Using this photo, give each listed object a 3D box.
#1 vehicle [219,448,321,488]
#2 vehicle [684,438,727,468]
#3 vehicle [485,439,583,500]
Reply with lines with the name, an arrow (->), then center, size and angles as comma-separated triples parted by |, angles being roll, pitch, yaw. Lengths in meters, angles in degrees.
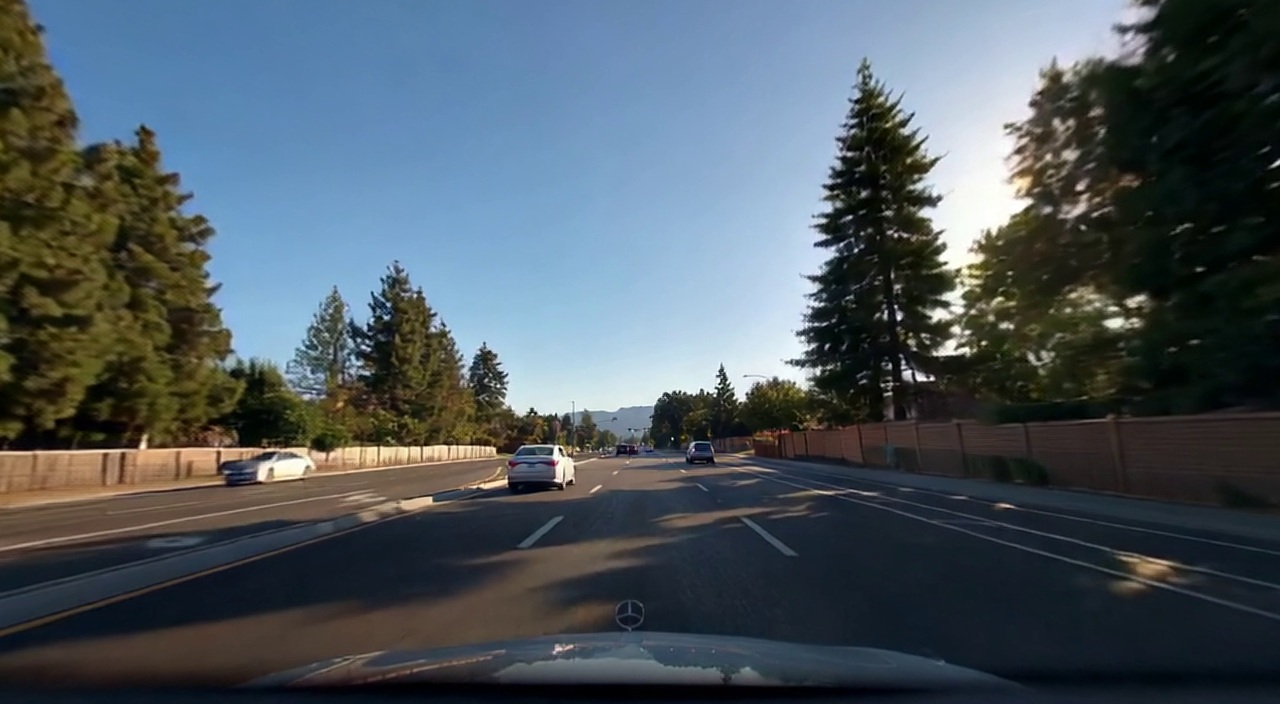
vehicle -> -17.200, 5.377, 29.618 | 2.012, 1.702, 4.458 | 0, -8, 1
vehicle -> 4.083, 6.389, 40.065 | 2.114, 1.780, 4.445 | 0, -8, -1
vehicle -> -2.890, 3.295, 18.227 | 1.966, 1.524, 4.410 | 0, -8, 1
